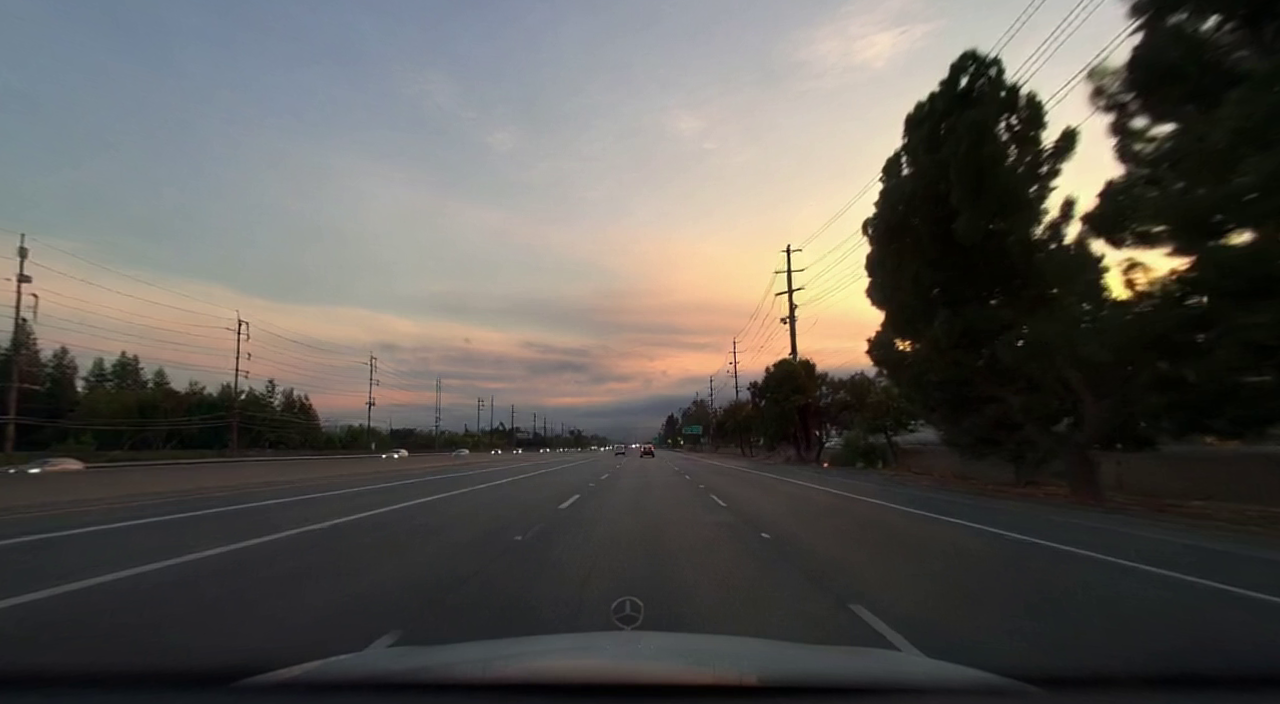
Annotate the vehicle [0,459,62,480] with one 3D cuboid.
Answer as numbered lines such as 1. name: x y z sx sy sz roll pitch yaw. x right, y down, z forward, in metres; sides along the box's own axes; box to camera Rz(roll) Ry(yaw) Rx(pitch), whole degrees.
1. vehicle: -47.982 9.080 48.935 1.811 1.469 4.520 0 -9 1
